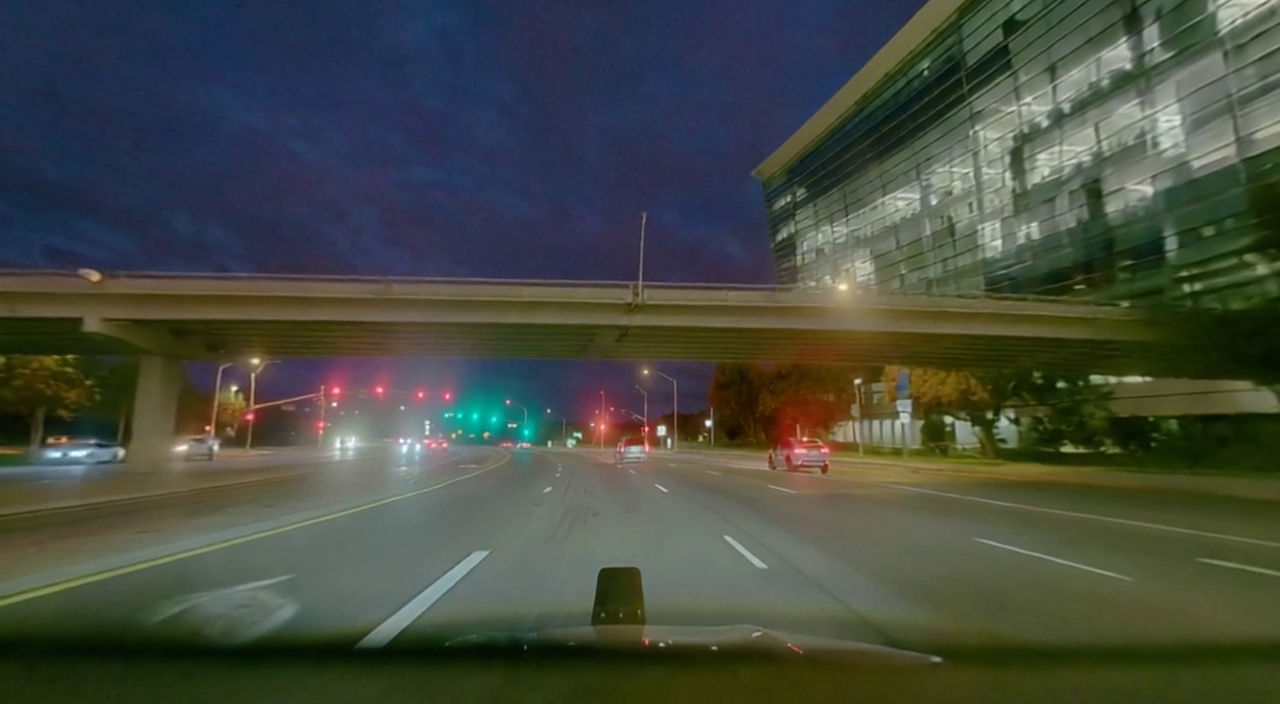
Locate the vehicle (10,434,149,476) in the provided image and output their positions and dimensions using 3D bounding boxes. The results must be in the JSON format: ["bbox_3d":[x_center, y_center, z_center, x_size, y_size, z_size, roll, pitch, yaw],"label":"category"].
[{"bbox_3d":[-22.142,4.070,25.236,1.910,1.510,4.324,1,-8,-6],"label":"vehicle"}]

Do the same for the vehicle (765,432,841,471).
[{"bbox_3d":[7.886,4.886,31.174,2.130,1.741,4.665,1,-8,-5],"label":"vehicle"}]

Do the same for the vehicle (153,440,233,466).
[{"bbox_3d":[-26.918,6.058,38.227,1.882,1.453,4.577,1,-8,-6],"label":"vehicle"}]

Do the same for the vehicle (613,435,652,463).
[{"bbox_3d":[-0.547,6.406,41.794,2.024,1.724,3.928,1,-9,-10],"label":"vehicle"}]
